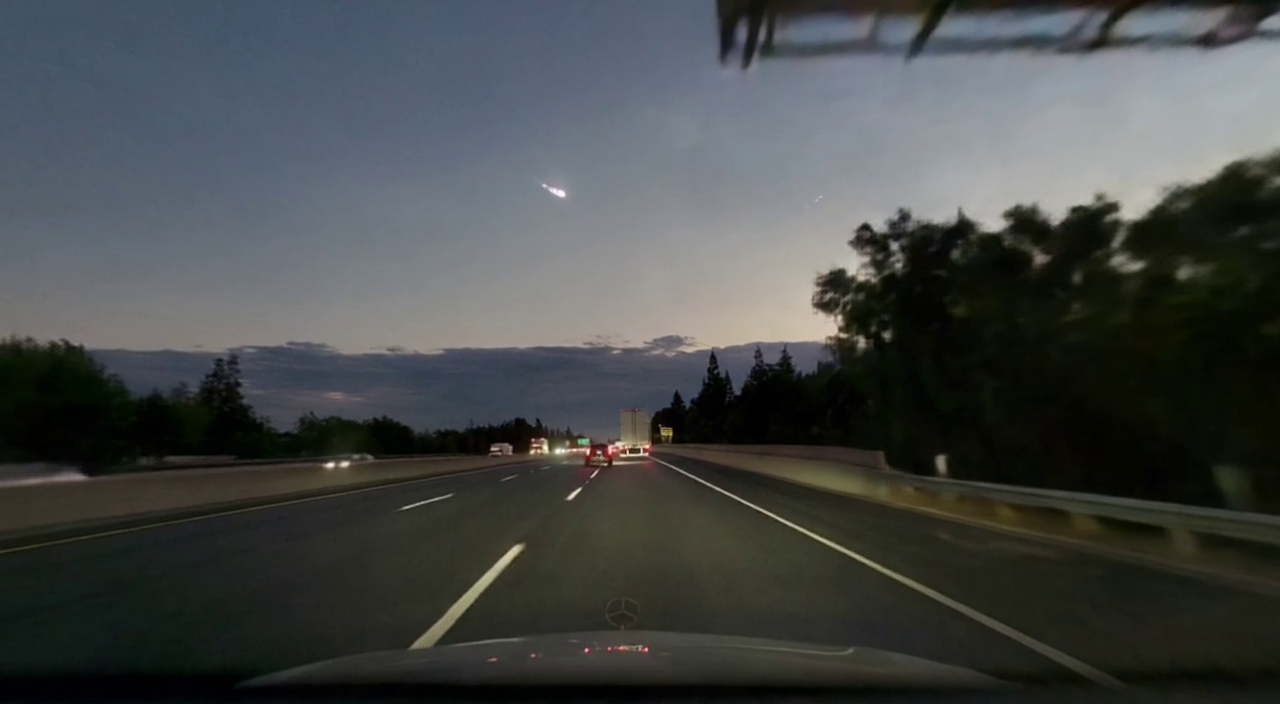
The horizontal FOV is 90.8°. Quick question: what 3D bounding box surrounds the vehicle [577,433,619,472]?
[{"bbox_3d":[-2.332,5.466,34.350,2.139,1.925,4.312,0,-9,-5],"label":"vehicle"}]
